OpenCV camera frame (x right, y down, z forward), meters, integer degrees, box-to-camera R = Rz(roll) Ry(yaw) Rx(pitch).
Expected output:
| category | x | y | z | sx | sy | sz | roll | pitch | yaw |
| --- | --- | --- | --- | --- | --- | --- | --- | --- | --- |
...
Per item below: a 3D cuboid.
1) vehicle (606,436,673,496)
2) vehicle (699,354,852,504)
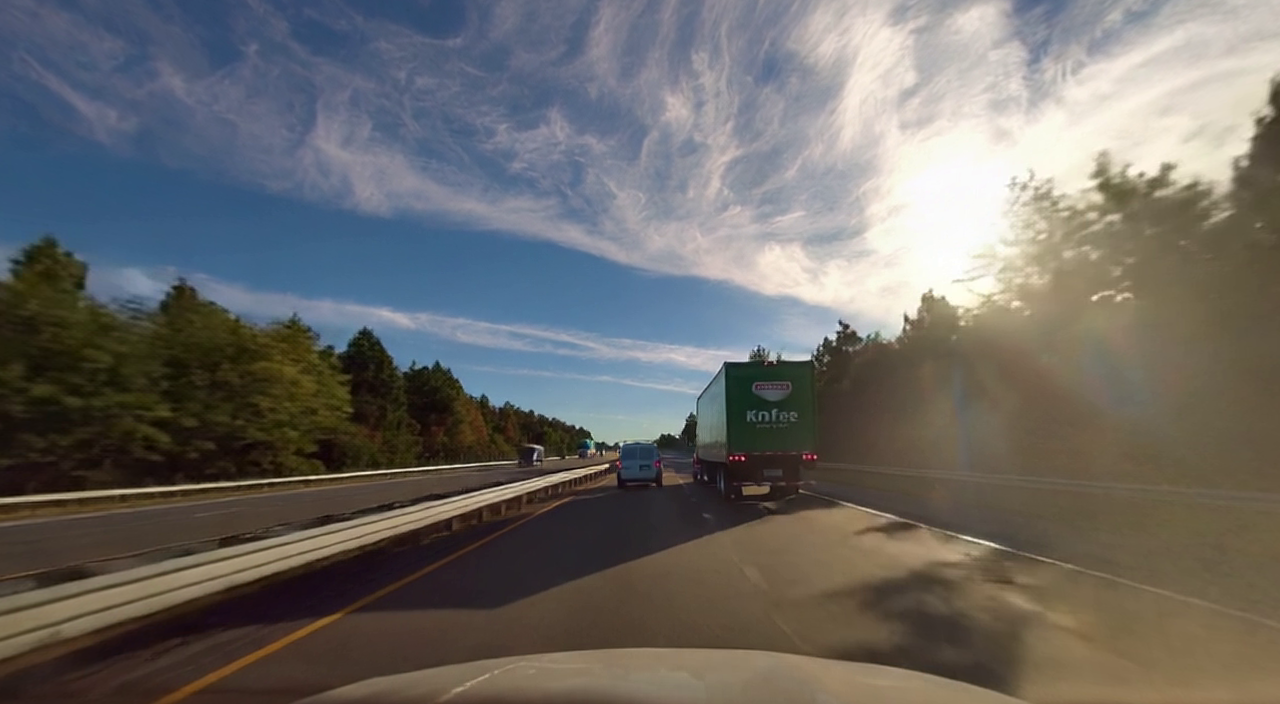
| category | x | y | z | sx | sy | sz | roll | pitch | yaw |
| --- | --- | --- | --- | --- | --- | --- | --- | --- | --- |
| vehicle | 0.041 | 3.903 | 21.953 | 2.105 | 1.865 | 4.102 | 0 | -9 | 2 |
| vehicle | 4.155 | 2.993 | 23.061 | 3.030 | 3.985 | 12.707 | 0 | -9 | 1 |
